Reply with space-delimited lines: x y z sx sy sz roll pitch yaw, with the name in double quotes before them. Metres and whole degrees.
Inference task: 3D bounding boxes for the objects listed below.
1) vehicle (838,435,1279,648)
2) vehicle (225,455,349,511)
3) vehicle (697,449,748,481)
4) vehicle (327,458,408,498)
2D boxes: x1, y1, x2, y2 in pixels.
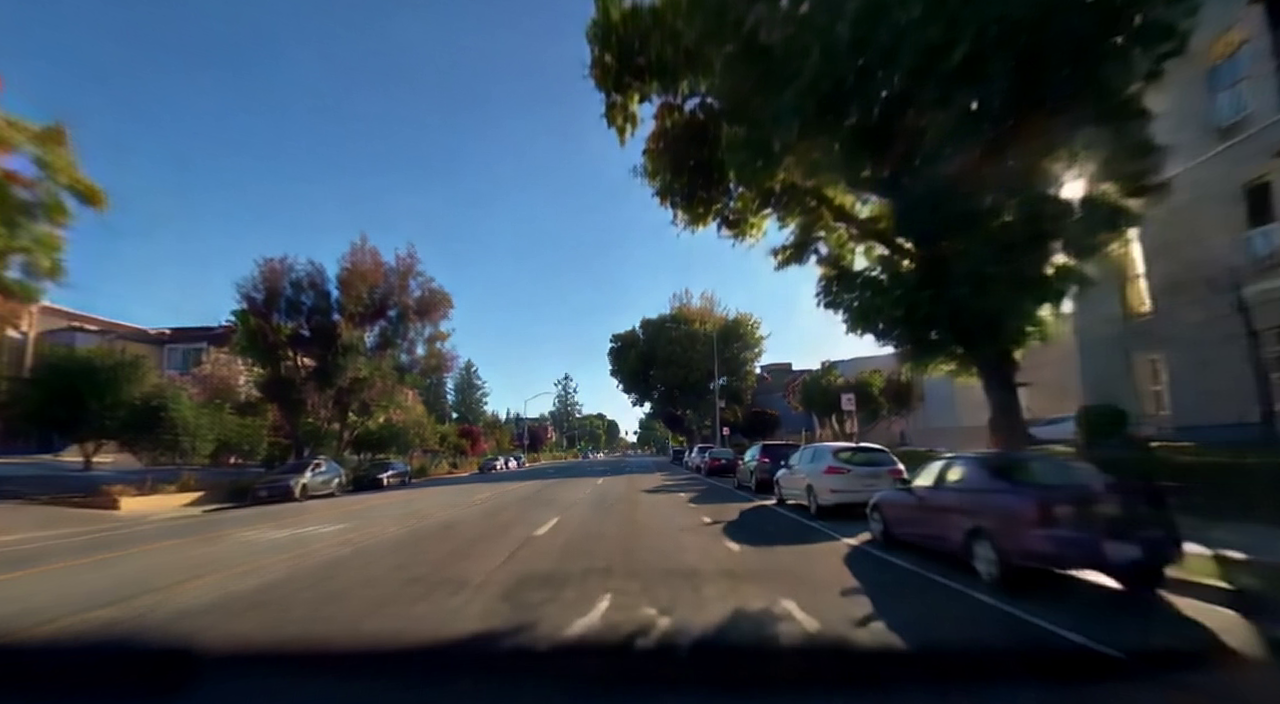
"vehicle" 4.012 1.703 6.935 2.100 1.478 4.816 0 -9 0
"vehicle" -13.671 5.048 24.922 2.220 1.747 4.980 -3 -8 -3
"vehicle" 4.057 5.623 31.823 1.845 1.443 4.531 0 -9 -2
"vehicle" -13.912 6.407 32.610 2.239 1.645 4.700 -3 -8 -1
